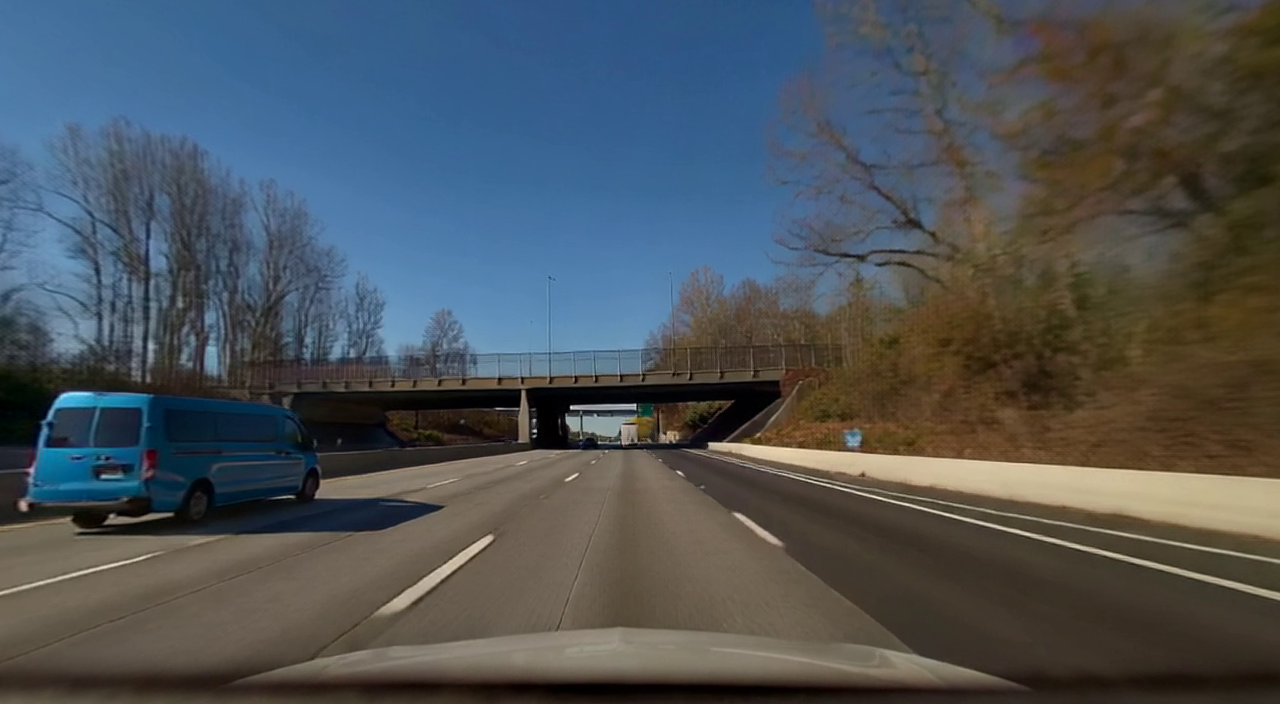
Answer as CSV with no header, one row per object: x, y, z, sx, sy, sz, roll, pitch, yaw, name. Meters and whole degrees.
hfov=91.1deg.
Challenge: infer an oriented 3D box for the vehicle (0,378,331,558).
-7.163,1.640,9.707,2.150,1.996,5.341,0,-8,-2,vehicle
